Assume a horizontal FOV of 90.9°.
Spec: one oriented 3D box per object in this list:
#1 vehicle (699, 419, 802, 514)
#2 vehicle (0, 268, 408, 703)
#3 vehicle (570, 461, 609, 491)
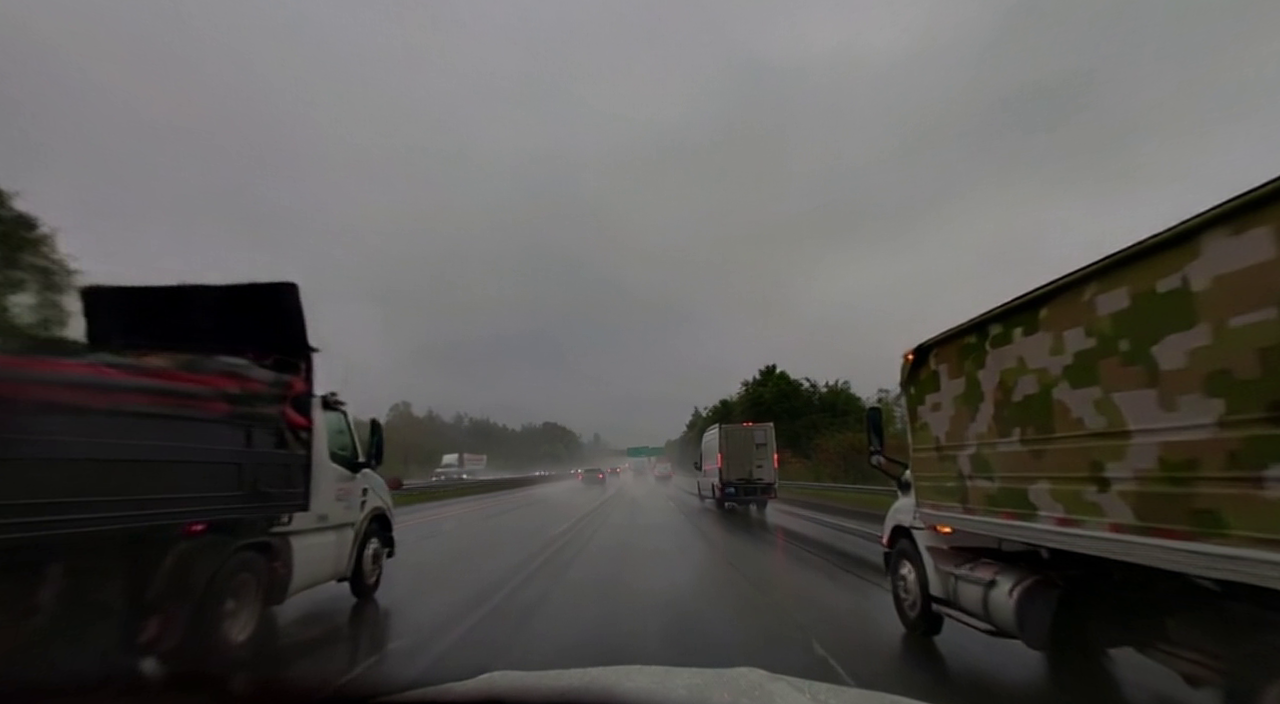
[{"bbox_3d":[3.767,4.132,22.796,2.703,2.988,5.097,1,-11,-1],"label":"vehicle"},{"bbox_3d":[-3.432,0.885,3.353,2.378,1.930,5.086,1,-11,0],"label":"vehicle"},{"bbox_3d":[-3.401,8.478,43.270,2.204,1.852,4.661,1,-11,1],"label":"vehicle"}]
